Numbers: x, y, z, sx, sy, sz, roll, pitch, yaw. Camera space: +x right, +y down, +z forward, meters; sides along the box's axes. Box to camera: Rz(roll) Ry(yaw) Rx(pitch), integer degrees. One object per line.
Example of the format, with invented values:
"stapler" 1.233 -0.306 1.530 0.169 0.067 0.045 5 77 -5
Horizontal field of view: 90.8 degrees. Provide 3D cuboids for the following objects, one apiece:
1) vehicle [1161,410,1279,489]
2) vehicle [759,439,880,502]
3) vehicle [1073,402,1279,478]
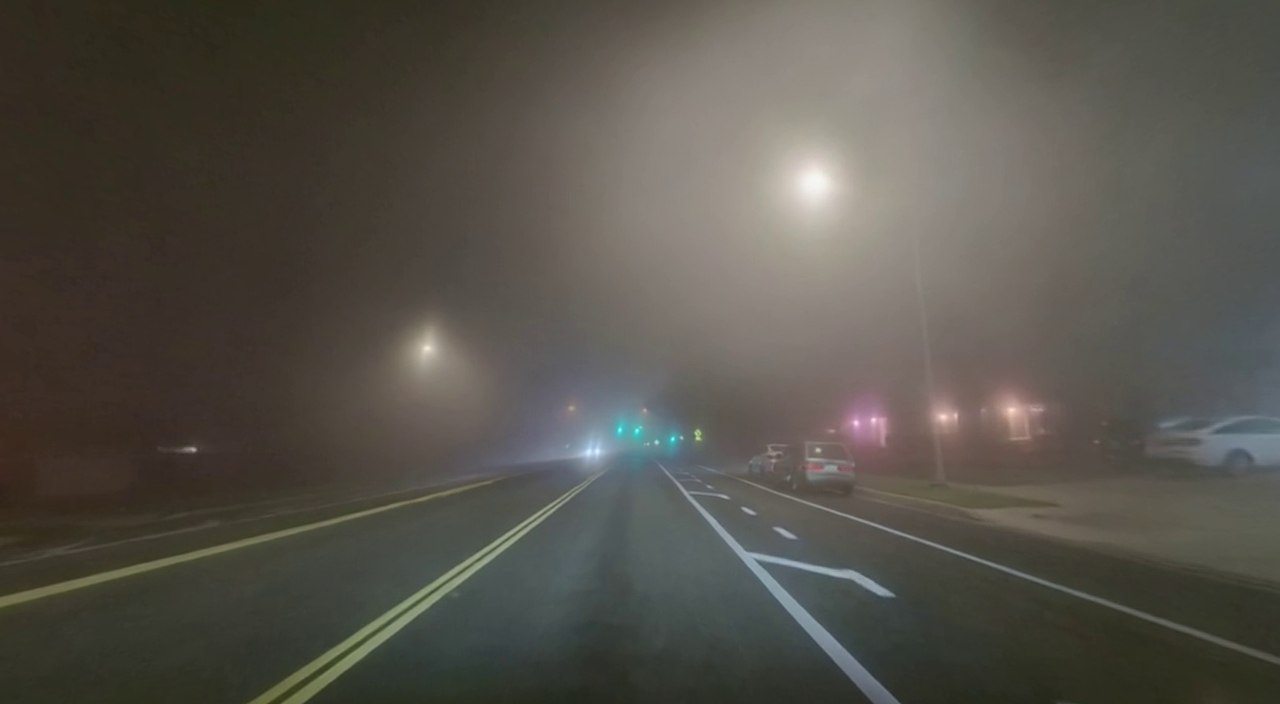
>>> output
"vehicle" 14.657 2.136 14.468 4.268 1.508 1.861 -1 -7 -14
"vehicle" 4.962 3.330 18.254 1.995 1.553 4.628 0 -9 -2
"vehicle" 14.605 2.416 17.253 4.263 1.871 2.103 2 -9 -13
